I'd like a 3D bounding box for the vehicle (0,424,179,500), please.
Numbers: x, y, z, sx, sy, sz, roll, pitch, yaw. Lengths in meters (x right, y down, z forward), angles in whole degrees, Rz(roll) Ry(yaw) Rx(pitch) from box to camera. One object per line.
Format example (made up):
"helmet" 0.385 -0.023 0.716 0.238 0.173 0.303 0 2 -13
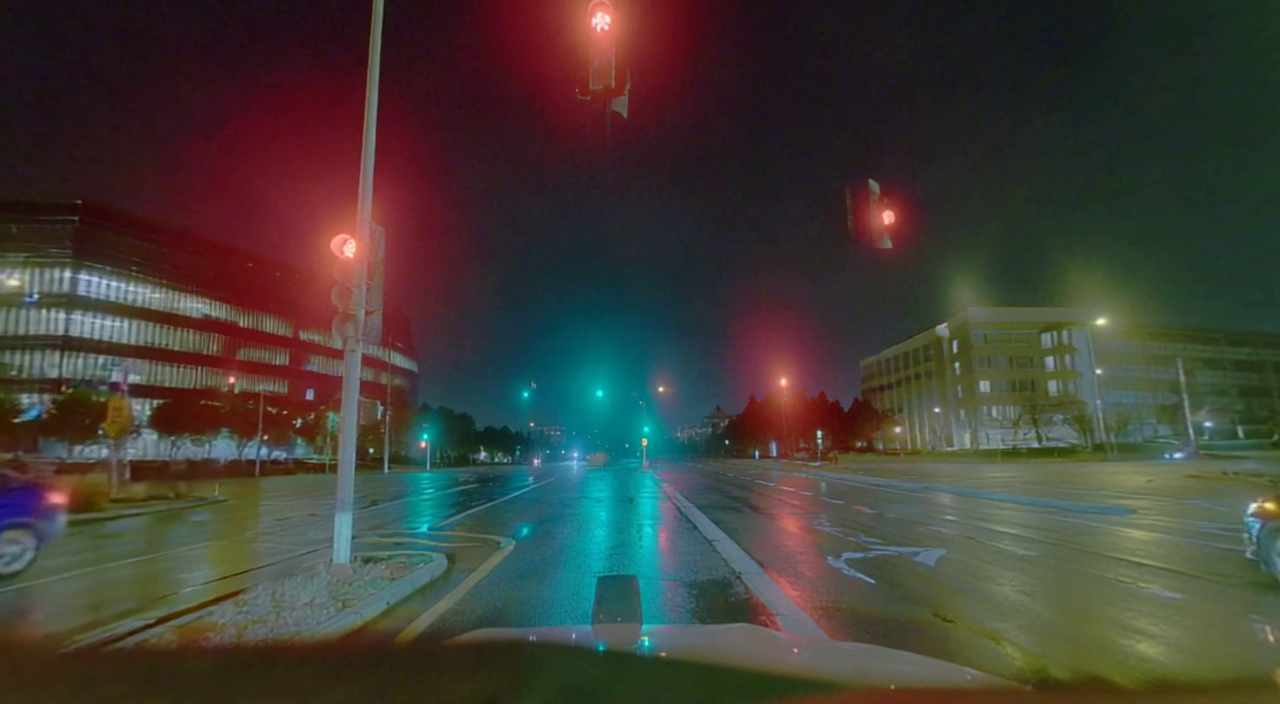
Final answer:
"vehicle" -25.000 4.815 27.565 7.088 3.096 2.678 0 -9 -2
